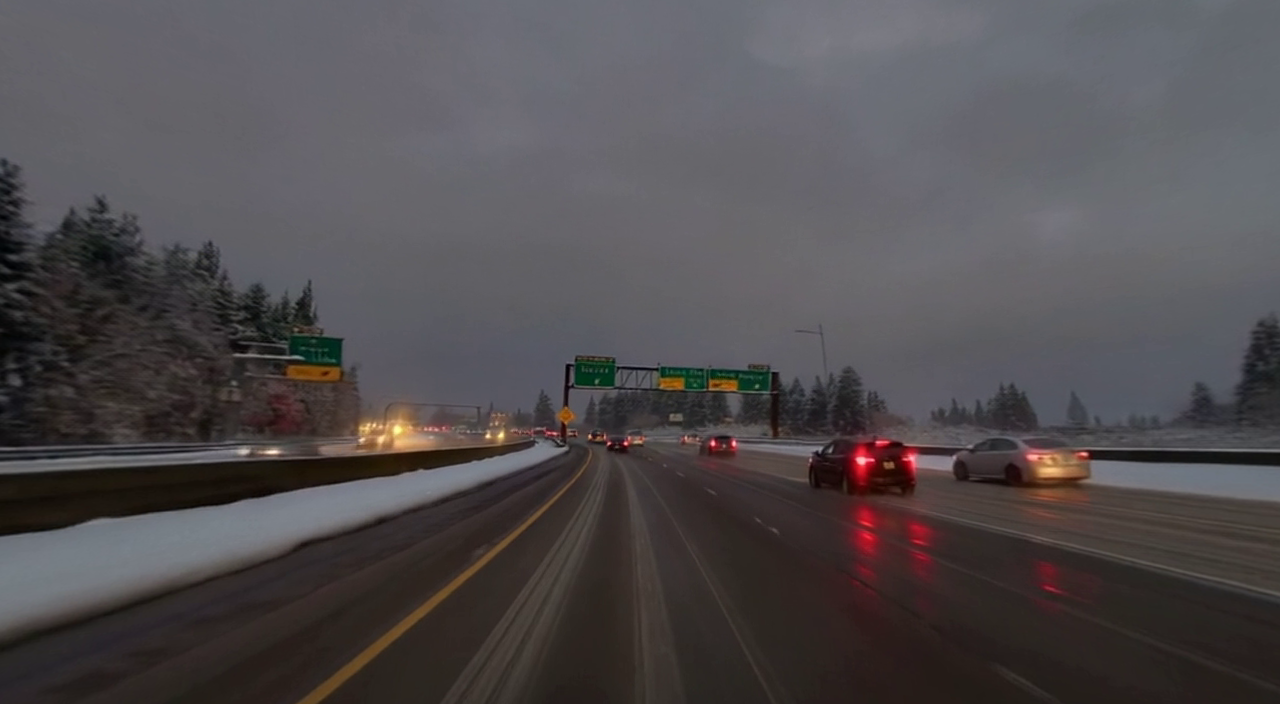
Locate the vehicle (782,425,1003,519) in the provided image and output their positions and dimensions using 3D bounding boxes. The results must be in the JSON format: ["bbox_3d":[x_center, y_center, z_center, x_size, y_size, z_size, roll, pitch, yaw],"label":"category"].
[{"bbox_3d":[4.611,2.283,12.561,2.196,1.494,4.735,1,-8,-4],"label":"vehicle"}]

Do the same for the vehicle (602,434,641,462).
[{"bbox_3d":[-1.137,5.636,37.254,2.090,1.510,4.280,1,-8,-4],"label":"vehicle"}]

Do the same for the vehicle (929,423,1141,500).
[{"bbox_3d":[9.488,2.679,15.807,2.056,1.609,4.761,1,-8,-3],"label":"vehicle"}]

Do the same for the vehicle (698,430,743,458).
[{"bbox_3d":[5.097,5.926,40.653,2.094,1.652,3.955,1,-8,-5],"label":"vehicle"}]
